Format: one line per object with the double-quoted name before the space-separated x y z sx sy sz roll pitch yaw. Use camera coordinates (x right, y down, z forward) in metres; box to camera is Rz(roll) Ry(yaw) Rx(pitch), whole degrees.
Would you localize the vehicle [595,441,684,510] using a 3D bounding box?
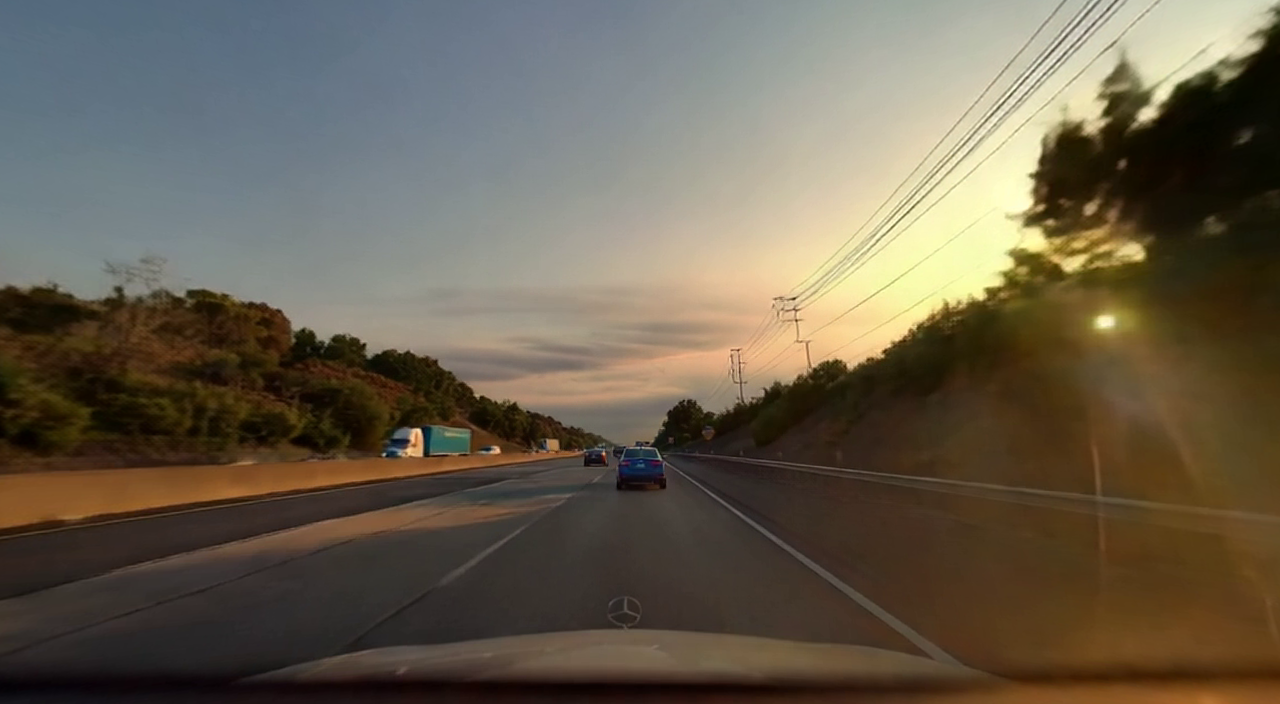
"vehicle" -0.032 3.053 16.071 1.966 1.499 4.298 0 -9 -1
